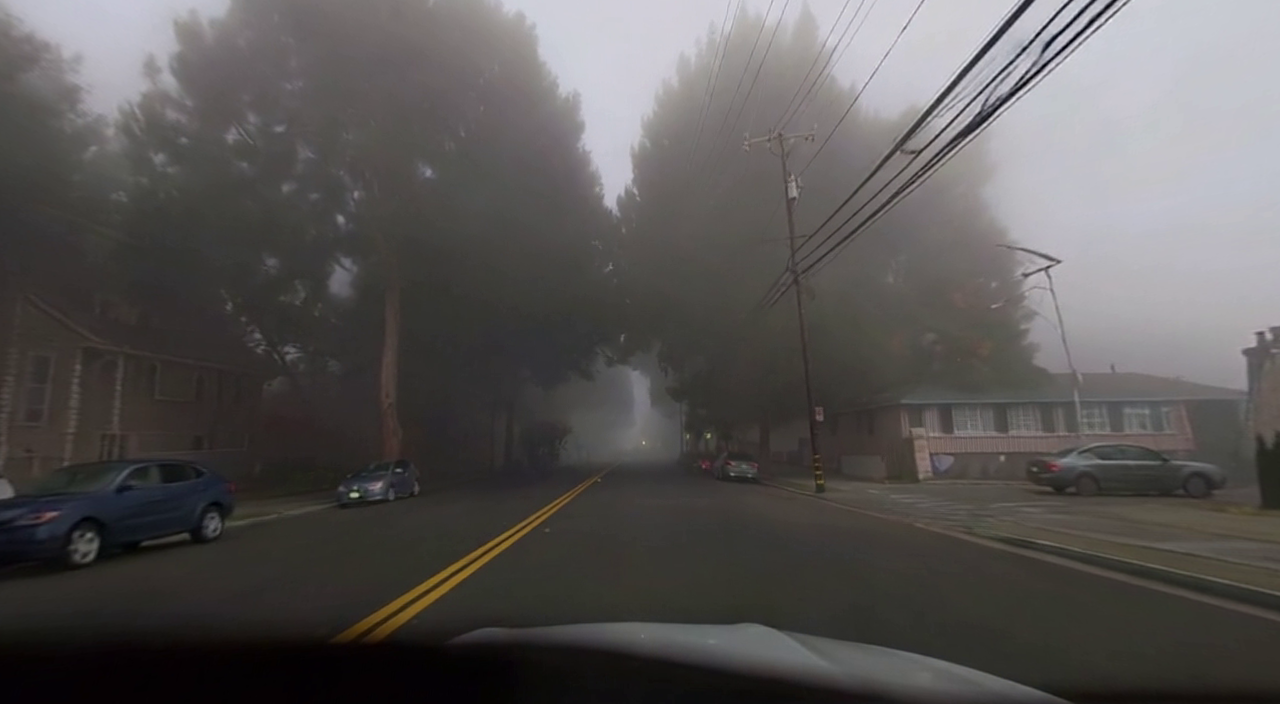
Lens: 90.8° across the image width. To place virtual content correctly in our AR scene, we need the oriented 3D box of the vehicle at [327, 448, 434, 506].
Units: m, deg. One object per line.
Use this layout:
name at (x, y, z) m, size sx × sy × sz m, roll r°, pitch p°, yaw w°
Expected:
vehicle at (-8.822, 4.239, 21.935) m, size 1.970 × 1.785 × 4.274 m, roll 0°, pitch -8°, yaw -2°

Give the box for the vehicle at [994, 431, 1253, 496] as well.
vehicle at (11.799, 2.744, 15.715) m, size 4.716 × 1.480 × 2.023 m, roll 0°, pitch -8°, yaw 1°

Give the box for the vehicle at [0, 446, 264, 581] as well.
vehicle at (-8.583, 2.443, 10.483) m, size 1.913 × 1.723 × 4.318 m, roll 0°, pitch -8°, yaw 1°

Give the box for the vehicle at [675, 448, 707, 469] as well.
vehicle at (3.826, 8.081, 47.990) m, size 2.031 × 1.470 × 4.470 m, roll 0°, pitch -8°, yaw -1°

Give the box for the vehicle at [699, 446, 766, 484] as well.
vehicle at (4.153, 5.131, 29.040) m, size 2.052 × 1.476 × 4.438 m, roll -2°, pitch -8°, yaw -5°
